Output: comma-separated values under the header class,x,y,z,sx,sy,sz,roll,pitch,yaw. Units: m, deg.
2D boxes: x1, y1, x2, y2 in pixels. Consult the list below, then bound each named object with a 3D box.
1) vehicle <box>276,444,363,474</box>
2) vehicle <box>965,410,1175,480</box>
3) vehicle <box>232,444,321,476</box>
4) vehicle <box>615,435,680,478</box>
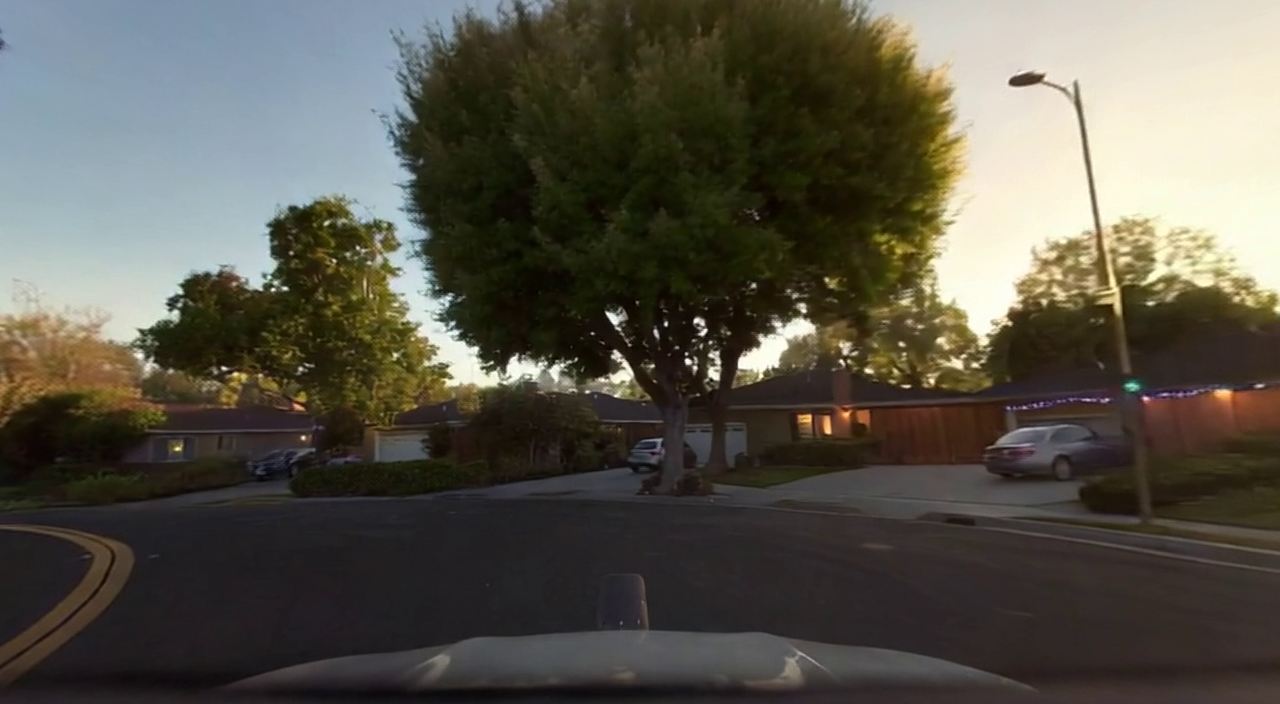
class,x,y,z,sx,sy,sz,roll,pitch,yaw
vehicle,-17.353,5.801,34.461,1.933,1.477,4.361,-1,-9,9
vehicle,11.440,2.432,16.856,4.799,1.451,2.144,-1,-8,-21
vehicle,-19.979,5.922,34.939,2.042,1.633,4.132,-1,-9,8
vehicle,0.397,4.176,25.749,1.819,1.442,4.329,-2,-6,12
